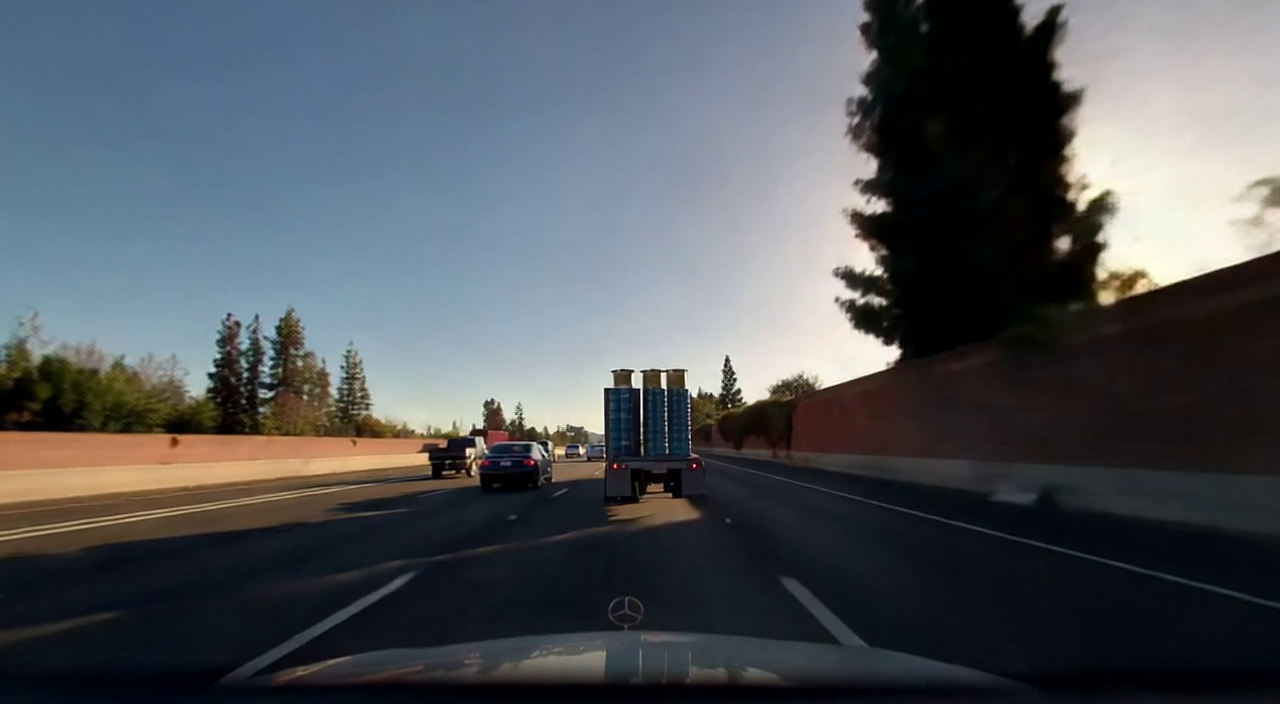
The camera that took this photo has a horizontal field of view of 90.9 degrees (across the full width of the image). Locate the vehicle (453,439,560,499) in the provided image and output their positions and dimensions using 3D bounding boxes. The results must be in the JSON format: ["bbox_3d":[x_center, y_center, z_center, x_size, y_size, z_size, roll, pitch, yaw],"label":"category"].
[{"bbox_3d":[-3.648,3.282,18.156,1.974,1.475,4.538,0,-8,1],"label":"vehicle"}]

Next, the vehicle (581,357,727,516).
[{"bbox_3d":[0.308,2.241,16.483,2.798,3.071,8.412,0,-8,1],"label":"vehicle"}]

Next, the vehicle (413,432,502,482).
[{"bbox_3d":[-7.437,4.335,26.317,2.164,1.874,5.004,0,-8,1],"label":"vehicle"}]
